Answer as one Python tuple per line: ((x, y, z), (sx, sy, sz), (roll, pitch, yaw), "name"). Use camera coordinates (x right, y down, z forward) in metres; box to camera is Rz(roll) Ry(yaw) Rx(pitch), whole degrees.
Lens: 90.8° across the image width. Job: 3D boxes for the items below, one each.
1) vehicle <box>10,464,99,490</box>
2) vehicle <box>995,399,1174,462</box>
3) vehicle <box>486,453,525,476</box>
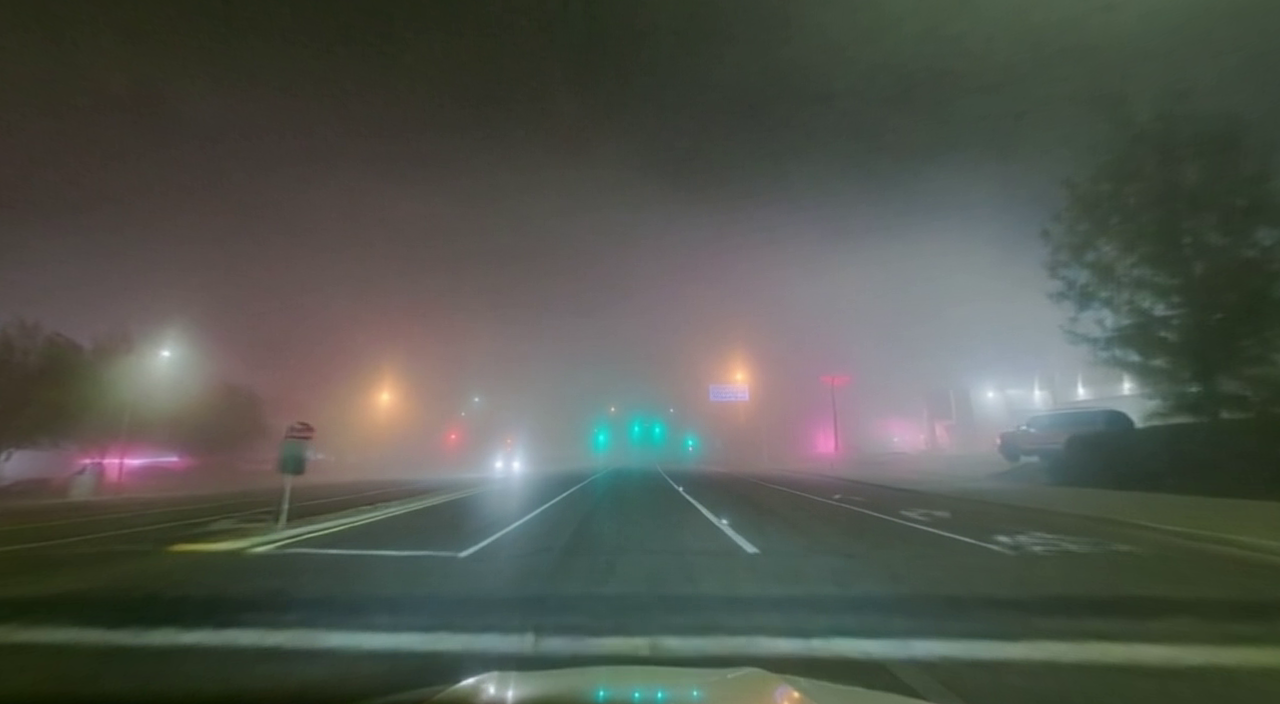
((-41.479, 8.829, 44.817), (4.377, 1.711, 1.930), (0, -8, 1), "vehicle")
((16.651, 3.056, 24.250), (2.228, 2.098, 5.872), (0, -8, -4), "vehicle")
((-9.776, 8.188, 46.246), (1.893, 1.525, 4.237), (0, -8, 1), "vehicle")
